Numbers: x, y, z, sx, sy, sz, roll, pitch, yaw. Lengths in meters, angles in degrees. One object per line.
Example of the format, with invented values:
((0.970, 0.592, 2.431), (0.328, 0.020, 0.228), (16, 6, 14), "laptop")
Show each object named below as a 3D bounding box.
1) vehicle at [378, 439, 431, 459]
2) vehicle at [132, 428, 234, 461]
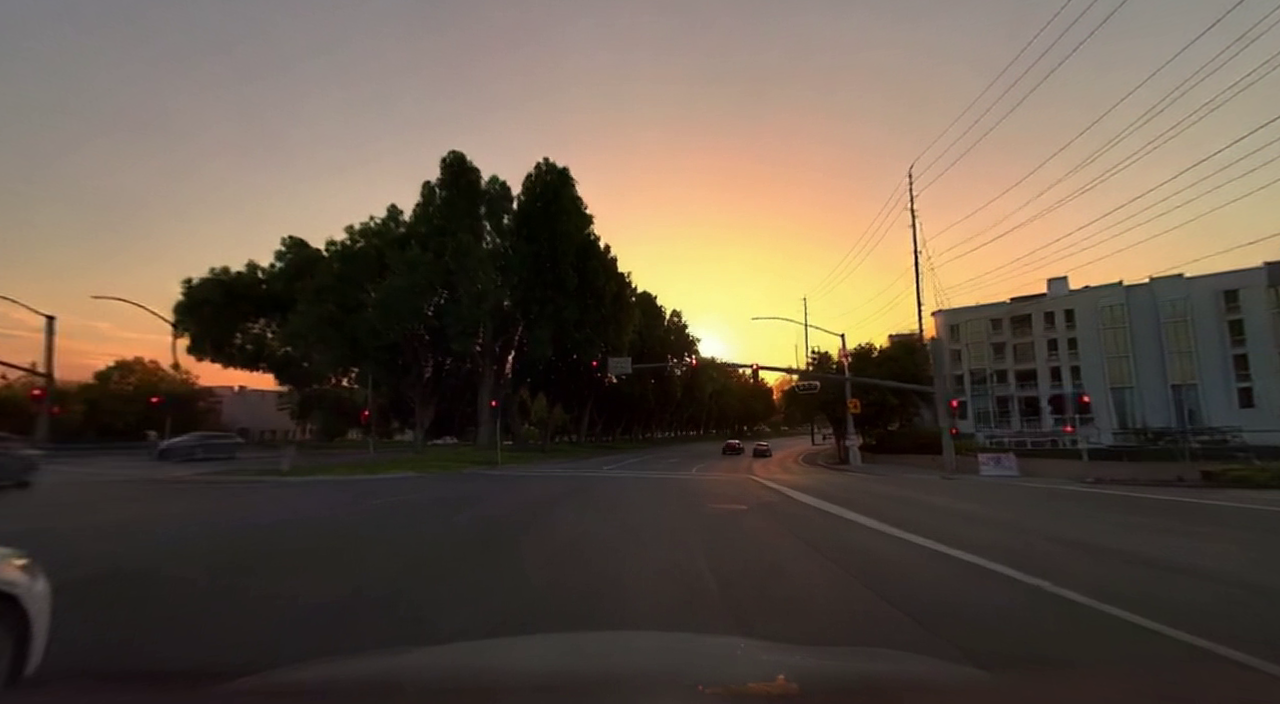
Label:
((-18.460, 7.622, 49.798), (1.844, 1.455, 4.538), (-2, -9, 9), "vehicle")
((-27.076, 5.545, 37.694), (1.972, 1.817, 4.846), (-2, -9, 9), "vehicle")
